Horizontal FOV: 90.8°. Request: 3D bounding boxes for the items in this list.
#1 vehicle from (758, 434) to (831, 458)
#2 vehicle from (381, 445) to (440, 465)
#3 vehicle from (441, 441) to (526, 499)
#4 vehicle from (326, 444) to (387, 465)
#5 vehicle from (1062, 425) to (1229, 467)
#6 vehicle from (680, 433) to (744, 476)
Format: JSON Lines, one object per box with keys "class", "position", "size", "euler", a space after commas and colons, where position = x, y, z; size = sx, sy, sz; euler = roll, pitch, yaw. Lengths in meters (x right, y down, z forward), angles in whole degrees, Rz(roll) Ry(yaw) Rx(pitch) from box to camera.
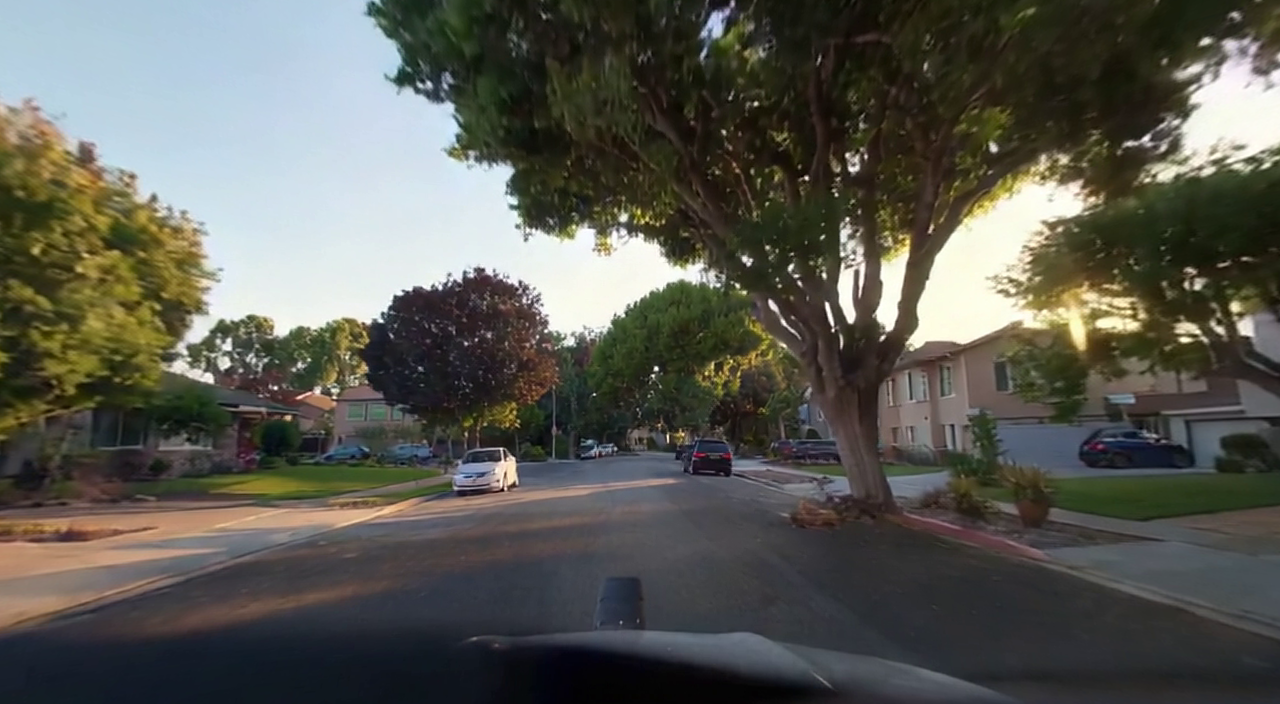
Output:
{"class": "vehicle", "position": [11.151, 6.822, 45.872], "size": [4.781, 1.700, 1.914], "euler": [1, -8, -4]}
{"class": "vehicle", "position": [-17.114, 7.717, 47.245], "size": [3.734, 1.441, 1.756], "euler": [0, -8, 3]}
{"class": "vehicle", "position": [-4.839, 3.670, 20.206], "size": [1.981, 1.463, 4.631], "euler": [0, -7, -6]}
{"class": "vehicle", "position": [-21.233, 7.691, 47.389], "size": [3.610, 1.501, 1.814], "euler": [0, -8, 3]}
{"class": "vehicle", "position": [18.825, 3.519, 23.708], "size": [4.484, 1.492, 2.071], "euler": [0, -8, 0]}
{"class": "vehicle", "position": [3.245, 4.771, 29.635], "size": [2.228, 1.813, 4.901], "euler": [0, -8, -2]}
